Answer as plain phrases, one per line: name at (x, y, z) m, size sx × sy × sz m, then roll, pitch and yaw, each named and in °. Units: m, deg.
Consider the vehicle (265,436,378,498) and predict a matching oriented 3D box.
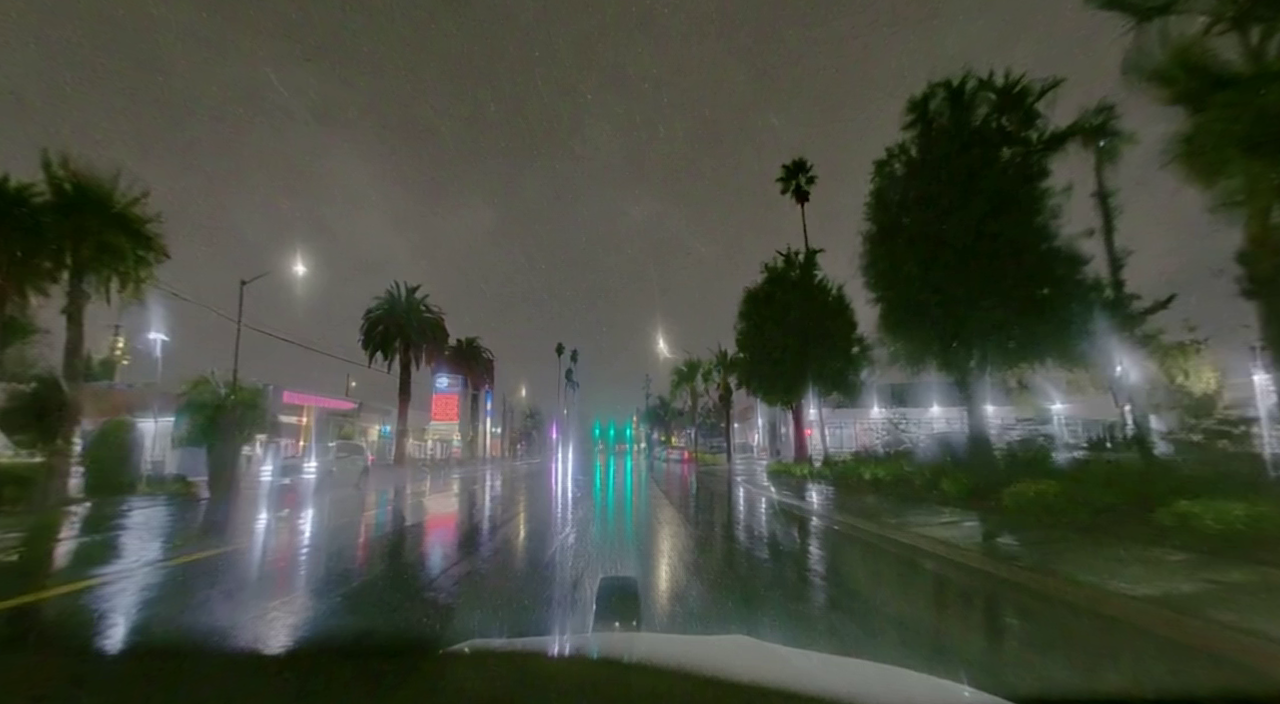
vehicle at (-11.597, 4.190, 23.399) m, size 2.089 × 1.979 × 4.179 m, roll -3°, pitch -9°, yaw -1°
